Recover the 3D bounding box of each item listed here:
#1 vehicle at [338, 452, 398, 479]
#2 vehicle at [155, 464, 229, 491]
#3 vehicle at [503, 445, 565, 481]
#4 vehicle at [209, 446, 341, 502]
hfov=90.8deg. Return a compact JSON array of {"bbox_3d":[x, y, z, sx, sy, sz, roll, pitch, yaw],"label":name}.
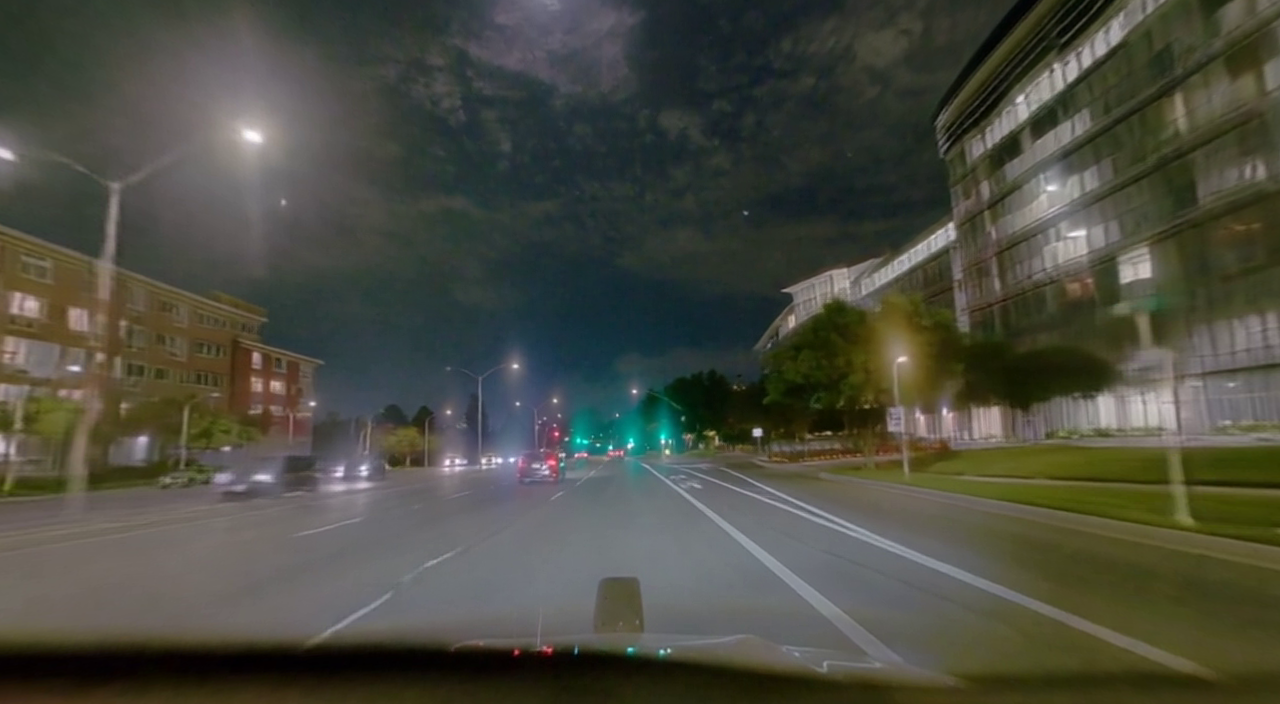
[{"bbox_3d":[-18.159,7.550,42.383,1.951,1.679,4.463,0,-9,1],"label":"vehicle"},{"bbox_3d":[-30.853,8.633,43.714,2.051,1.598,4.439,0,-9,-4],"label":"vehicle"},{"bbox_3d":[-4.553,4.833,27.811,2.025,1.474,4.292,0,-9,-1],"label":"vehicle"},{"bbox_3d":[-12.896,4.301,22.729,2.150,1.721,4.465,-1,-9,-1],"label":"vehicle"}]
